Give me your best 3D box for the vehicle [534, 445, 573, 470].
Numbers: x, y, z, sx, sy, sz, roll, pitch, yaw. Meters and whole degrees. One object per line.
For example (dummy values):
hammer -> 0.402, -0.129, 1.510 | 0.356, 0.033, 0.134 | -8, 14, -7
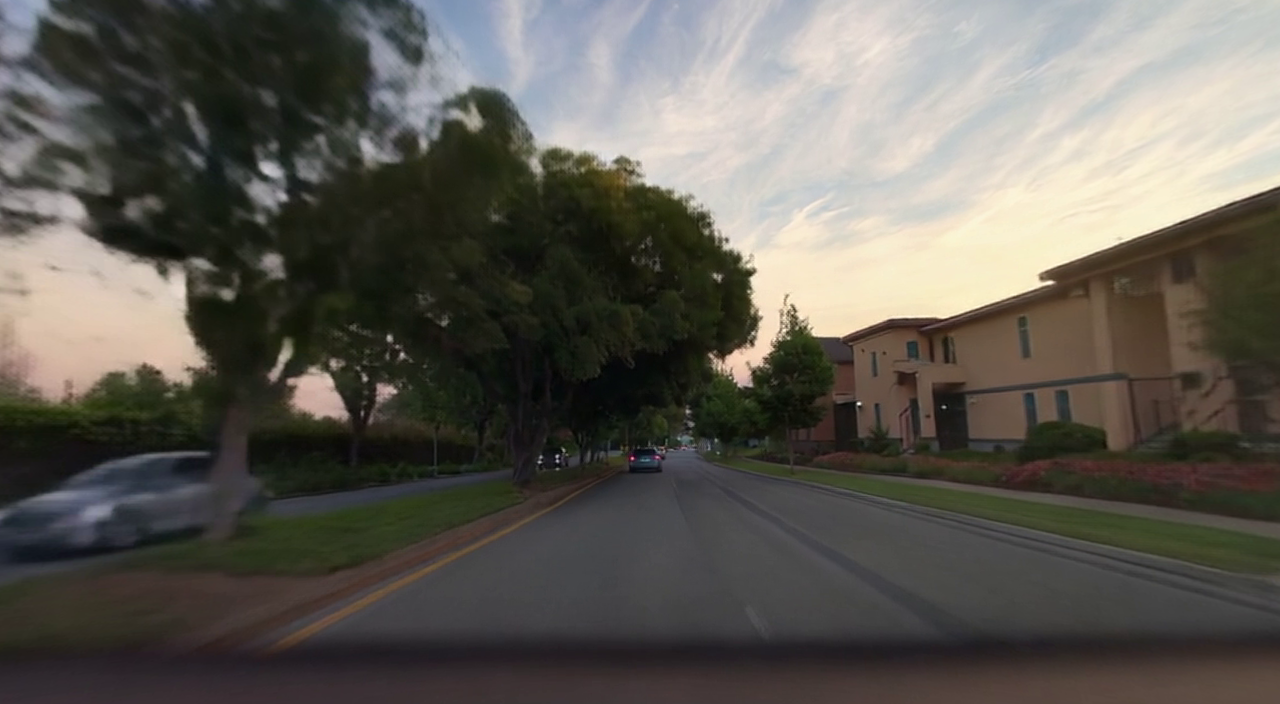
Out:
vehicle -> -6.501, 7.973, 47.790 | 2.055, 1.757, 4.584 | 0, -8, 3

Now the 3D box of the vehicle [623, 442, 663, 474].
vehicle -> 0.230, 6.040, 36.109 | 2.129, 1.713, 4.314 | 0, -8, 2

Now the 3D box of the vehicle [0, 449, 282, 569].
vehicle -> -8.259, 2.340, 10.277 | 2.040, 1.465, 4.448 | 0, -8, 3
